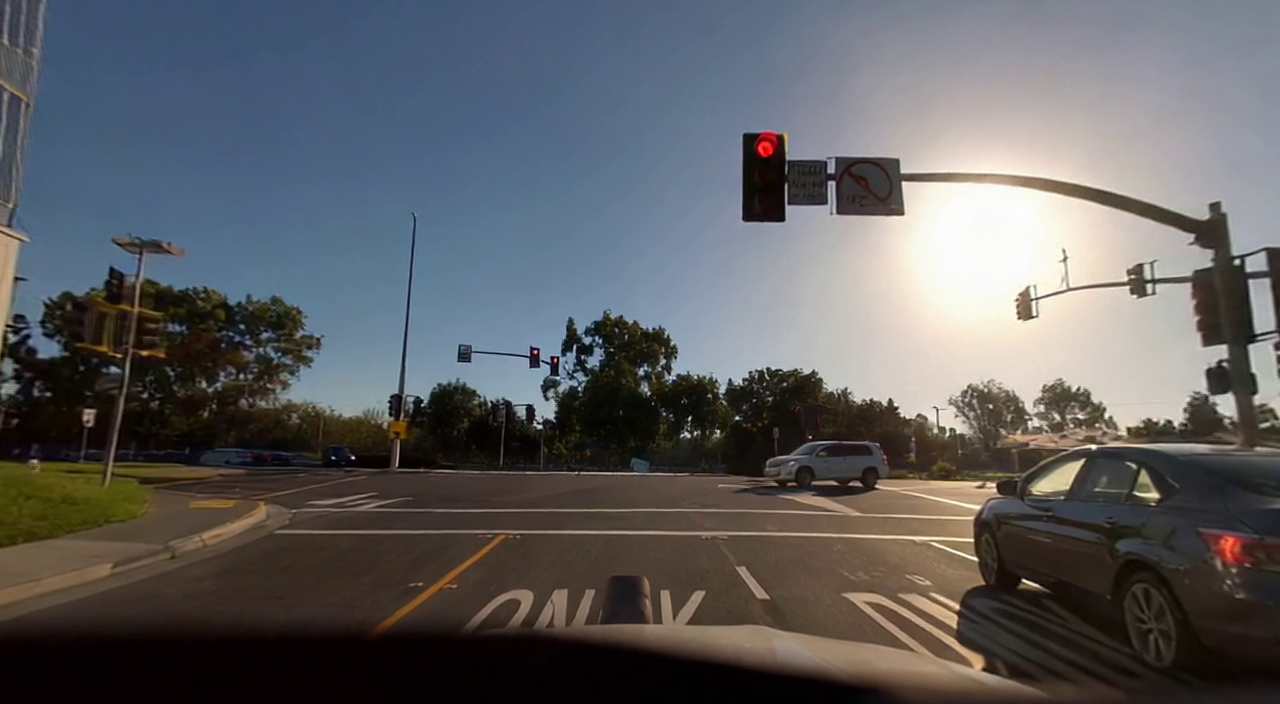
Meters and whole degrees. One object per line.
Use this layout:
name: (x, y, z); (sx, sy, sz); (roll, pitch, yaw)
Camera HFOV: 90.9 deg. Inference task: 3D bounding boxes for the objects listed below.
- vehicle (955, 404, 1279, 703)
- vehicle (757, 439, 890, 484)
vehicle: (4.187, 1.244, 4.321); (2.036, 1.583, 4.911); (-1, -8, 7)
vehicle: (7.359, 4.360, 25.380); (4.715, 1.671, 2.030); (3, -9, -17)
